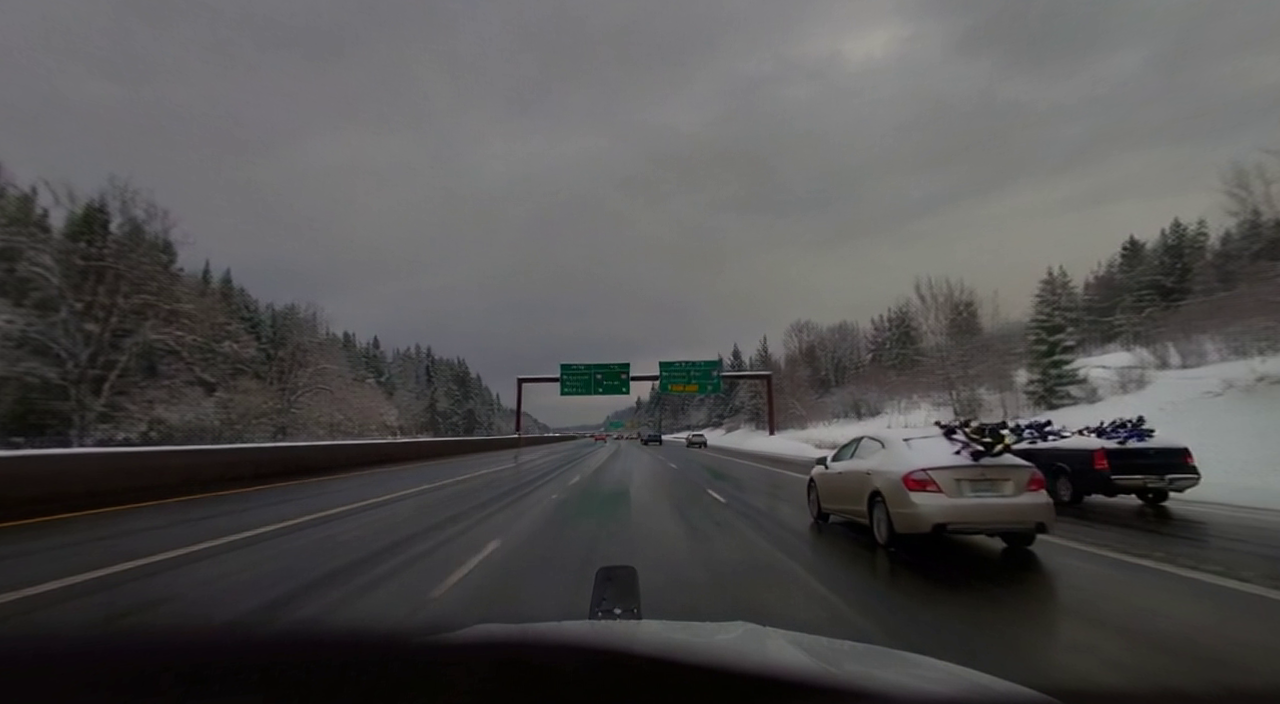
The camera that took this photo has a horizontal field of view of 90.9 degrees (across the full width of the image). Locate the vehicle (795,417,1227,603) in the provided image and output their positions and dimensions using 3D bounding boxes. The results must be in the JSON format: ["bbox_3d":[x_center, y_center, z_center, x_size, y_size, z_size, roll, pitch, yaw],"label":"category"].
[{"bbox_3d":[3.506,1.540,7.300,2.094,1.441,4.568,0,-8,-3],"label":"vehicle"}]
